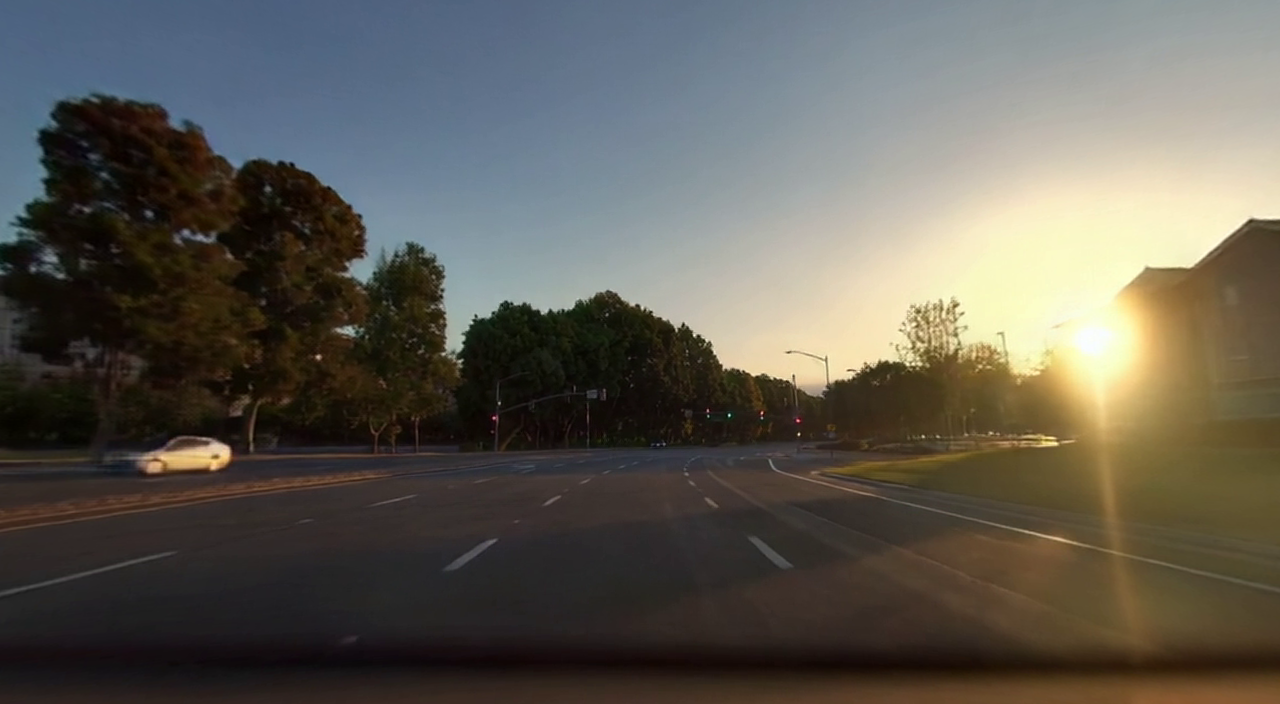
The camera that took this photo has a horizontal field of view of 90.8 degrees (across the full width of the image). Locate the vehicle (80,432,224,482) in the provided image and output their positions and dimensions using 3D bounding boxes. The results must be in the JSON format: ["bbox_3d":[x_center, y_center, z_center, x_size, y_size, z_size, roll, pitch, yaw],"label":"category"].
[{"bbox_3d":[-18.969,4.096,24.883,1.974,1.778,4.391,-1,-8,3],"label":"vehicle"}]
